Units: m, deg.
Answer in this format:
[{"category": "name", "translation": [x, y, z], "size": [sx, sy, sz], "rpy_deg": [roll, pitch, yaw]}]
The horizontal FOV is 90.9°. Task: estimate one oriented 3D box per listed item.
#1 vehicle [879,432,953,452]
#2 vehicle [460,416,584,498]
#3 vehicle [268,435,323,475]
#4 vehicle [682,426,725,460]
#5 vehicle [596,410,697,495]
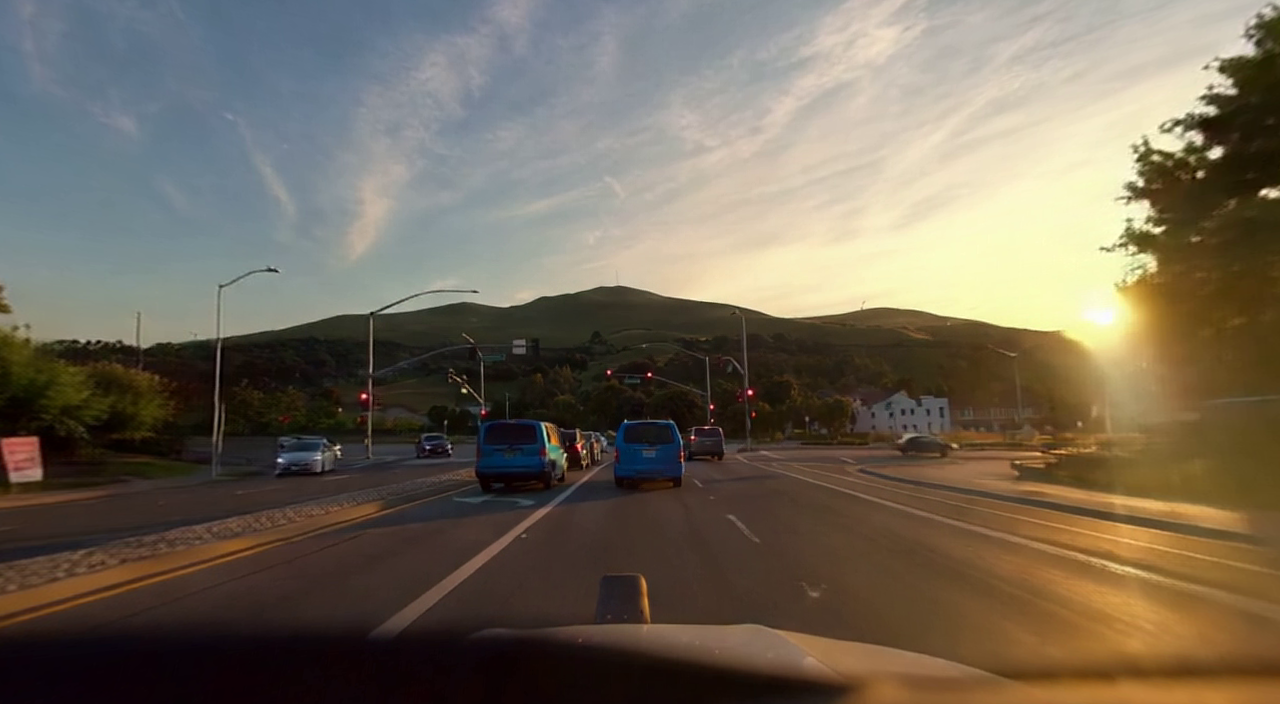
[{"category": "vehicle", "translation": [21.605, 7.064, 49.451], "size": [4.914, 1.470, 1.803], "rpy_deg": [0, -8, 2]}, {"category": "vehicle", "translation": [-2.783, 2.640, 16.116], "size": [2.131, 1.783, 4.540], "rpy_deg": [0, -8, 2]}, {"category": "vehicle", "translation": [-16.475, 4.884, 30.168], "size": [2.053, 1.754, 4.717], "rpy_deg": [4, -9, -28]}, {"category": "vehicle", "translation": [3.247, 4.736, 32.818], "size": [1.817, 1.662, 3.843], "rpy_deg": [0, -8, -1]}, {"category": "vehicle", "translation": [0.191, 2.514, 15.966], "size": [2.185, 1.822, 4.391], "rpy_deg": [0, -8, 2]}]
